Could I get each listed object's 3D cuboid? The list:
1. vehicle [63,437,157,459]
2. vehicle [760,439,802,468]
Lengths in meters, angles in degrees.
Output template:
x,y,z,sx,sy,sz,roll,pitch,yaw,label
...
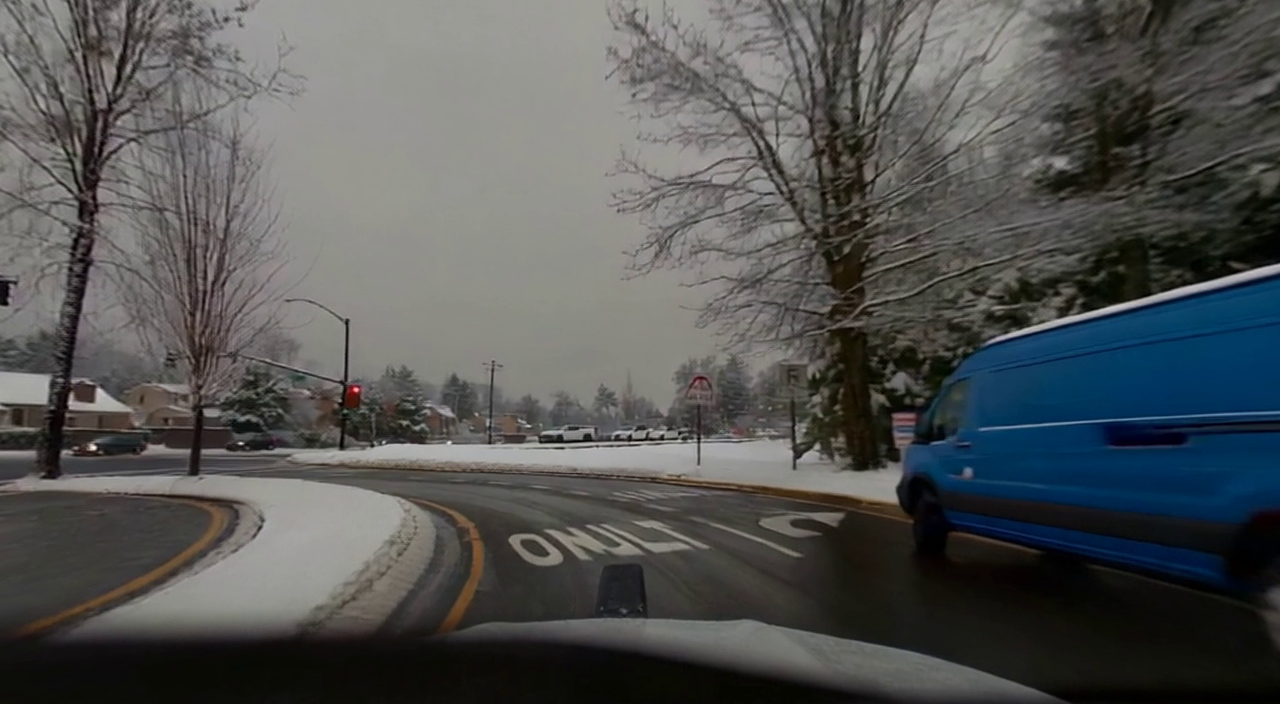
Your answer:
x,y,z,sx,sy,sz,roll,pitch,yaw,label
-37.228,6.742,44.289,1.847,1.461,4.853,-2,-9,11,vehicle
8.689,6.130,38.310,1.907,1.515,4.550,-2,-7,20,vehicle
